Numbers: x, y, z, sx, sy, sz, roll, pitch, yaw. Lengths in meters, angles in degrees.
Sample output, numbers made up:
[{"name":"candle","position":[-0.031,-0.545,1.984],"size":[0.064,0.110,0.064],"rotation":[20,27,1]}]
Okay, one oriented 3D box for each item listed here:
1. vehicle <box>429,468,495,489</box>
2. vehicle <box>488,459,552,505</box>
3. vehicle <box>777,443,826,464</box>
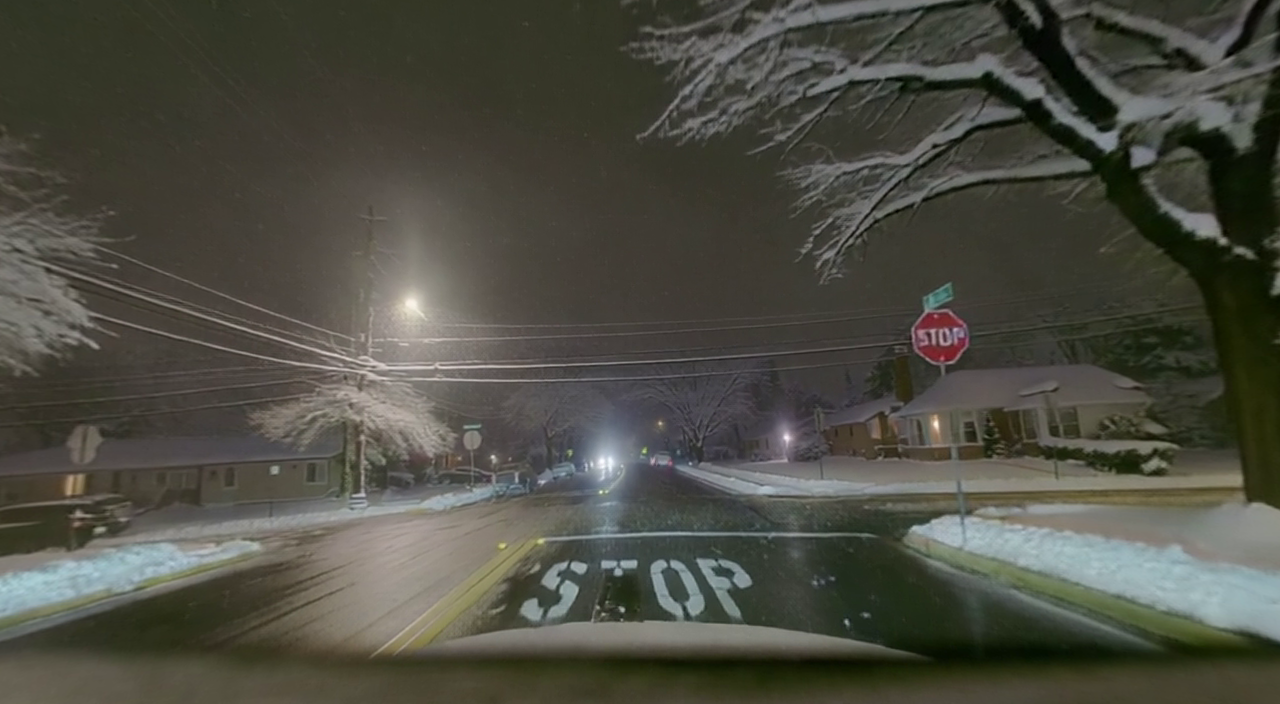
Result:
[{"name":"vehicle","position":[-13.996,9.964,49.714],"size":[4.601,1.486,1.876],"rotation":[-3,-9,14]},{"name":"vehicle","position":[-6.081,6.613,32.485],"size":[2.149,1.823,4.613],"rotation":[-6,-9,1]},{"name":"vehicle","position":[12.501,7.850,48.906],"size":[3.563,1.551,1.916],"rotation":[-2,-8,13]}]
